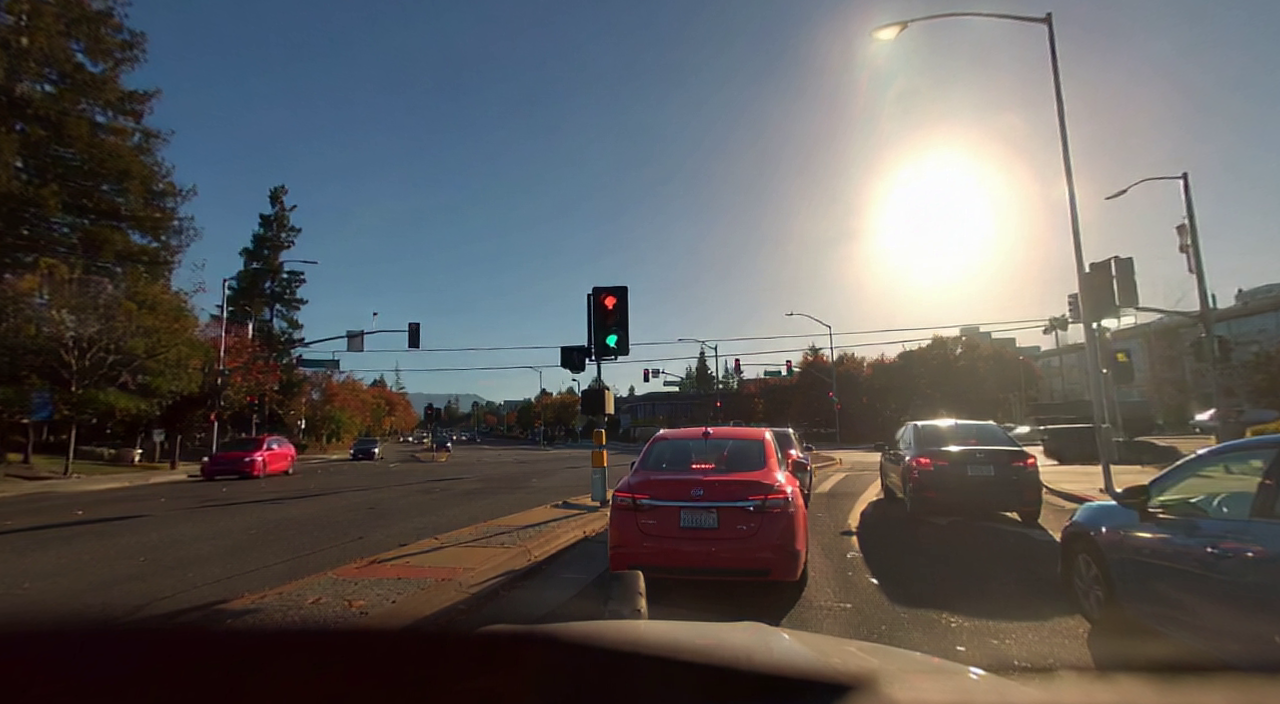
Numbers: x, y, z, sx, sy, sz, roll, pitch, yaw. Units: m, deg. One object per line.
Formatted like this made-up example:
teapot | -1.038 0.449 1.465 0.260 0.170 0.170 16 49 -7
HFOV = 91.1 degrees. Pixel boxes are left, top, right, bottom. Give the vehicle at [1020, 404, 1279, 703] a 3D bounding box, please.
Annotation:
vehicle | 4.222 1.061 3.382 1.954 1.508 4.441 -1 -8 6

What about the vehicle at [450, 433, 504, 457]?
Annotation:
vehicle | -12.565 7.120 48.170 1.972 1.705 4.457 8 -11 -44

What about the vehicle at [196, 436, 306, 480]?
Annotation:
vehicle | -14.313 3.892 23.464 1.976 1.458 4.645 2 -8 -12

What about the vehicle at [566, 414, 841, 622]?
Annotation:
vehicle | 0.832 1.500 6.698 2.052 1.483 3.928 -2 -8 12

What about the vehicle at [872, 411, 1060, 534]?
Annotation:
vehicle | 5.499 2.049 11.295 2.102 1.717 4.373 -2 -9 16

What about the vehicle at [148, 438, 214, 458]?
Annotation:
vehicle | -35.467 7.434 48.588 1.652 1.433 3.733 -7 -11 40

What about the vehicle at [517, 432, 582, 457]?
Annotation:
vehicle | -6.052 6.108 41.537 1.932 1.573 4.509 8 -12 -44
